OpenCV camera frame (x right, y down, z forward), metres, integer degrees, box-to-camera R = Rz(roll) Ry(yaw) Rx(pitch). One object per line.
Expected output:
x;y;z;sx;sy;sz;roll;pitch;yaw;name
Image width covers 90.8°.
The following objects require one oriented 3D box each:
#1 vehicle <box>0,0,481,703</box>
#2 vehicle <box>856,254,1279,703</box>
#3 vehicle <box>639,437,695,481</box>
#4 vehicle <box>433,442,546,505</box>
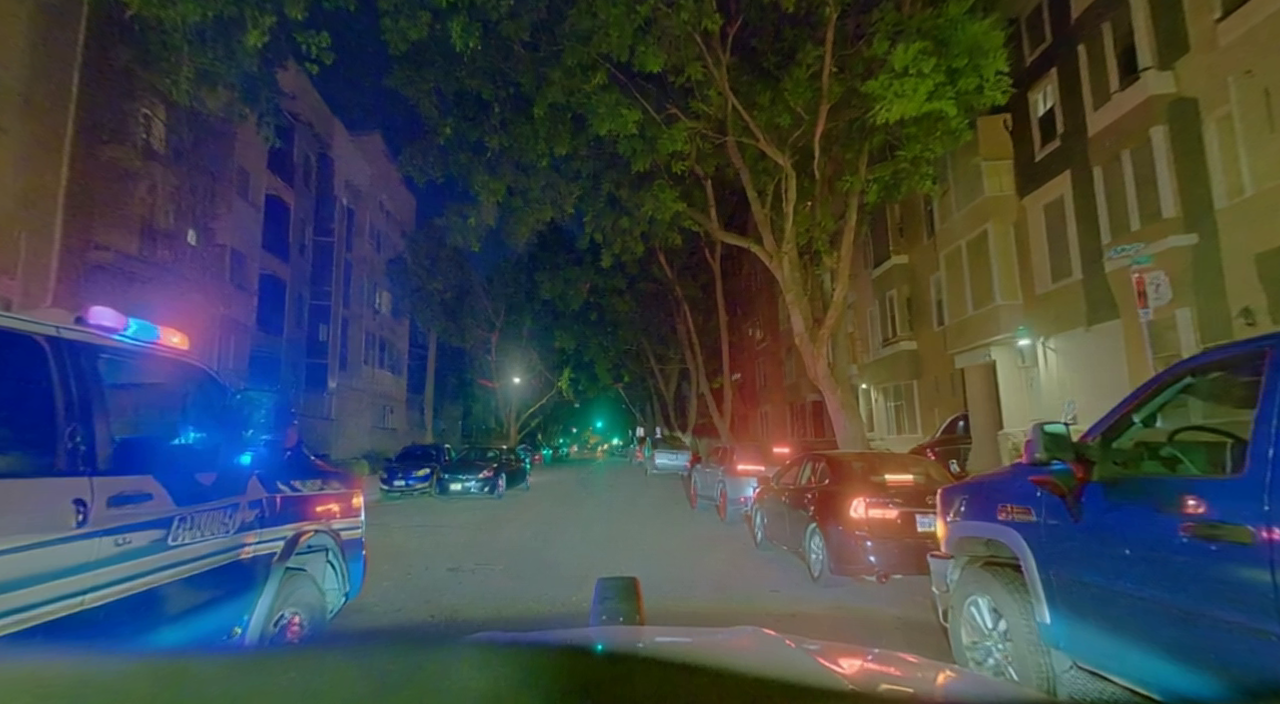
-2.650;0.286;1.911;2.705;2.859;6.875;0;-8;-2;vehicle
2.670;0.619;1.168;2.369;1.761;5.836;0;-8;-1;vehicle
1.032;4.462;26.578;1.878;1.664;4.033;1;-8;-5;vehicle
-3.983;3.275;17.535;1.966;1.515;4.394;0;-8;1;vehicle
